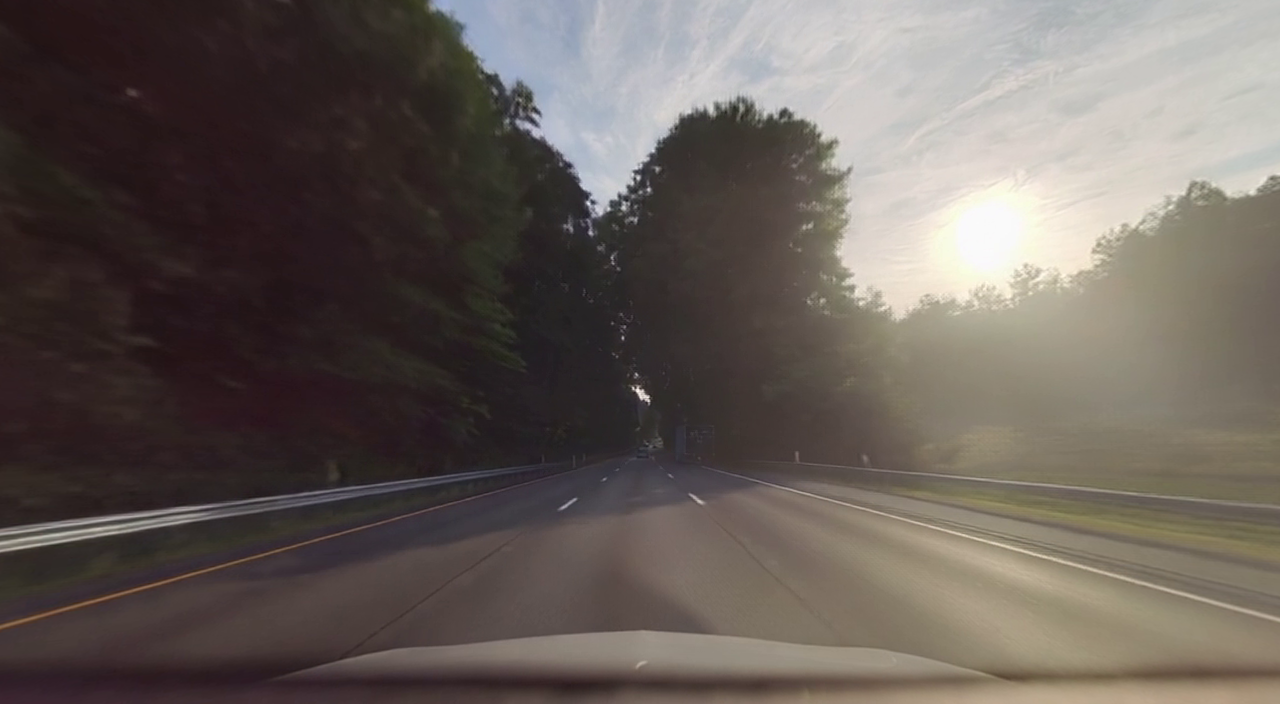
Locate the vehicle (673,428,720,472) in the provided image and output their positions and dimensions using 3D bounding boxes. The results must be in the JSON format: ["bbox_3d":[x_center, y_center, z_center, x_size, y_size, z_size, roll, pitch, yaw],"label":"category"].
[{"bbox_3d":[3.764,6.734,43.311,2.572,2.795,5.978,0,-9,-1],"label":"vehicle"}]
